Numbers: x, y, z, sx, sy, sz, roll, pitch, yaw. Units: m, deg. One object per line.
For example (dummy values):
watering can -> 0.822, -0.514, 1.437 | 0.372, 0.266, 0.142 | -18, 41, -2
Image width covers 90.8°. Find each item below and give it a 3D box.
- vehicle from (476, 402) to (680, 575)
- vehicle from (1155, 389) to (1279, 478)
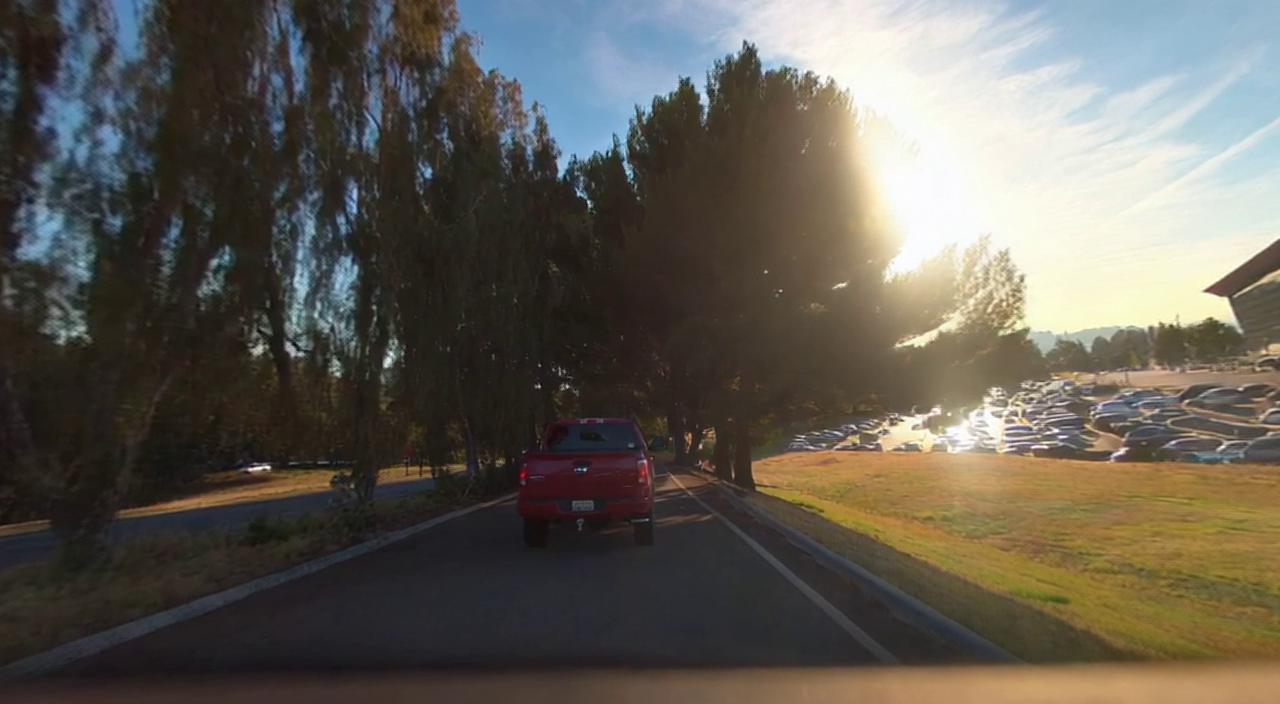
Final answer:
vehicle -> -0.607, 1.827, 9.278 | 2.157, 1.816, 5.039 | 0, -9, 1
vehicle -> 11.890, 1.383, 10.844 | 4.298, 1.392, 1.944 | -1, -8, 2
